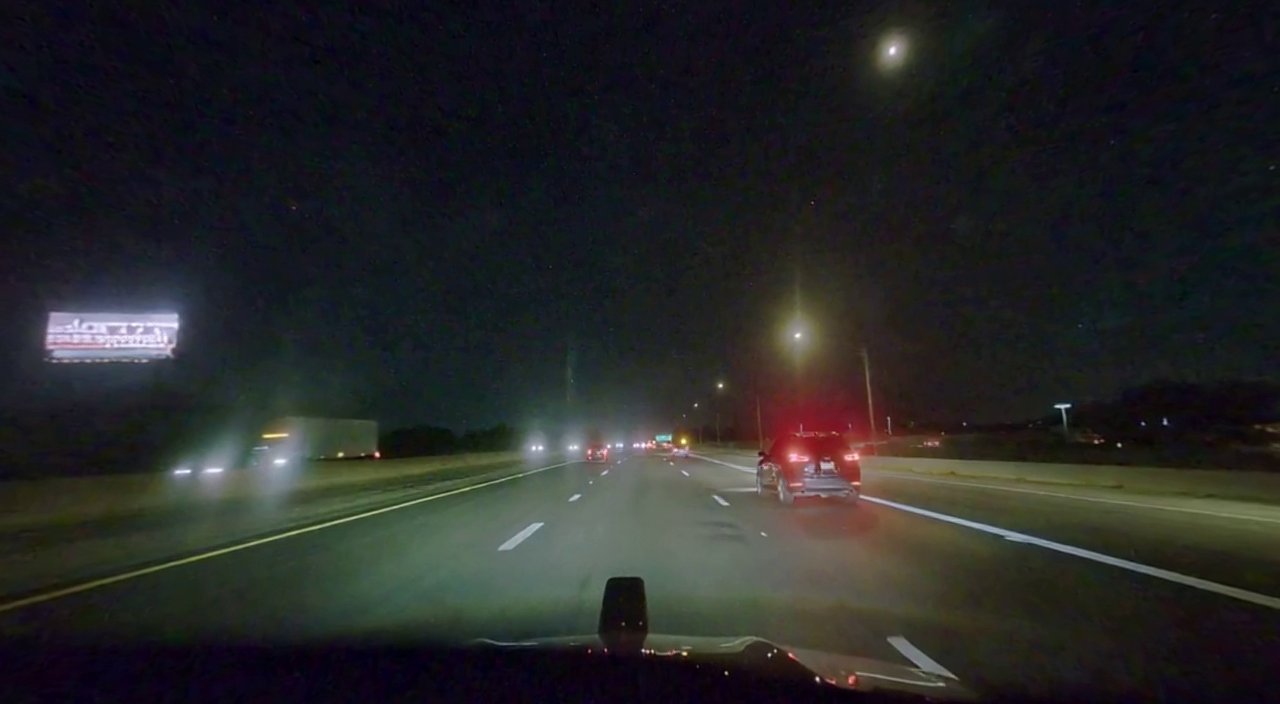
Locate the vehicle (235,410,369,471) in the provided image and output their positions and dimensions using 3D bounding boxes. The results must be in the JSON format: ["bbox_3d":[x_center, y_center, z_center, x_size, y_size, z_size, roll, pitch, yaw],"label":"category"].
[{"bbox_3d":[-24.363,6.567,46.623,3.300,3.947,11.672,0,-8,0],"label":"vehicle"}]

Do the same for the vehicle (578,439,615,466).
[{"bbox_3d":[-2.976,7.002,44.077,2.319,1.738,4.355,0,-8,0],"label":"vehicle"}]

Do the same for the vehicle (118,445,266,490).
[{"bbox_3d":[-16.275,4.180,23.285,2.051,1.469,4.569,0,-8,0],"label":"vehicle"}]
